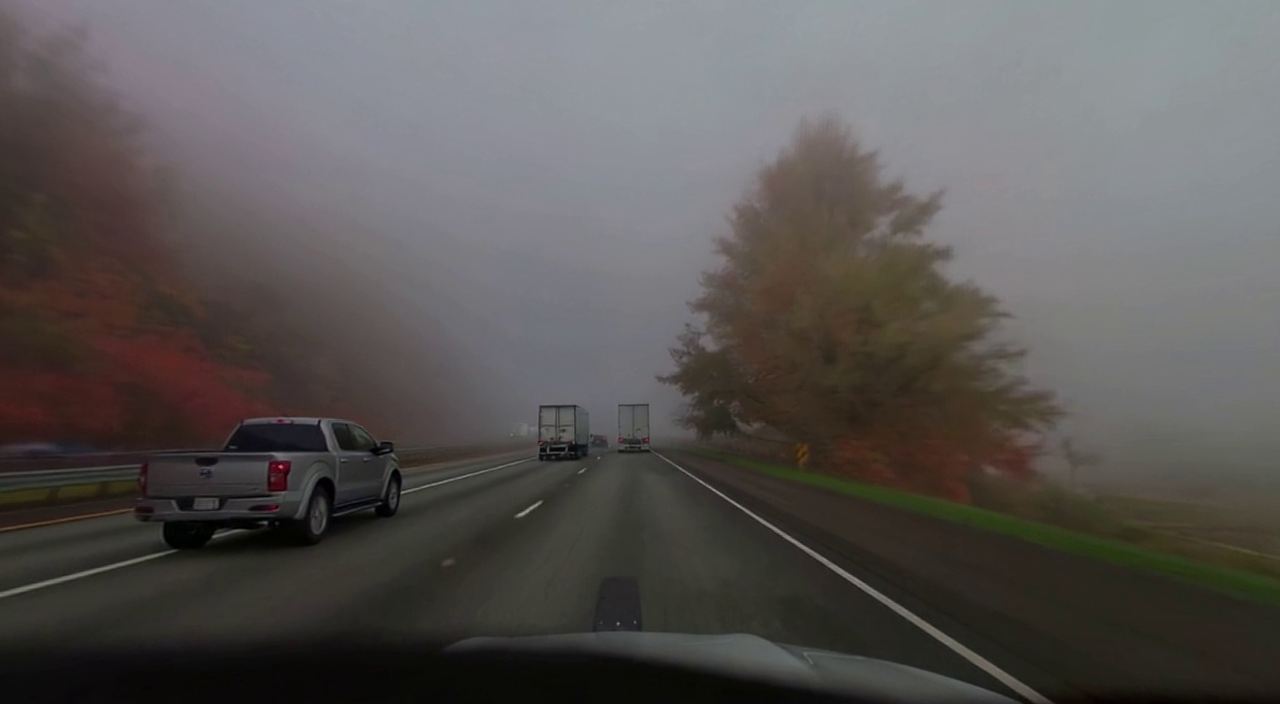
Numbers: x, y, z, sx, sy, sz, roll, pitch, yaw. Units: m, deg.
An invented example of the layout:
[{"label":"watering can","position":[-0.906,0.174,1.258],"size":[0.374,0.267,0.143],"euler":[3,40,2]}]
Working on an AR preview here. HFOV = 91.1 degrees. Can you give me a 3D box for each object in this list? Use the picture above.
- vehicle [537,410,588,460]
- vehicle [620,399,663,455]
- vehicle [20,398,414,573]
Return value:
[{"label":"vehicle","position":[-4.538,5.000,37.841],"size":[2.383,2.726,5.677],"euler":[0,-8,0]},{"label":"vehicle","position":[-0.046,5.934,49.381],"size":[3.078,3.955,8.774],"euler":[0,-8,-2]},{"label":"vehicle","position":[-4.883,1.586,8.348],"size":[2.089,1.669,4.515],"euler":[0,-8,0]}]
